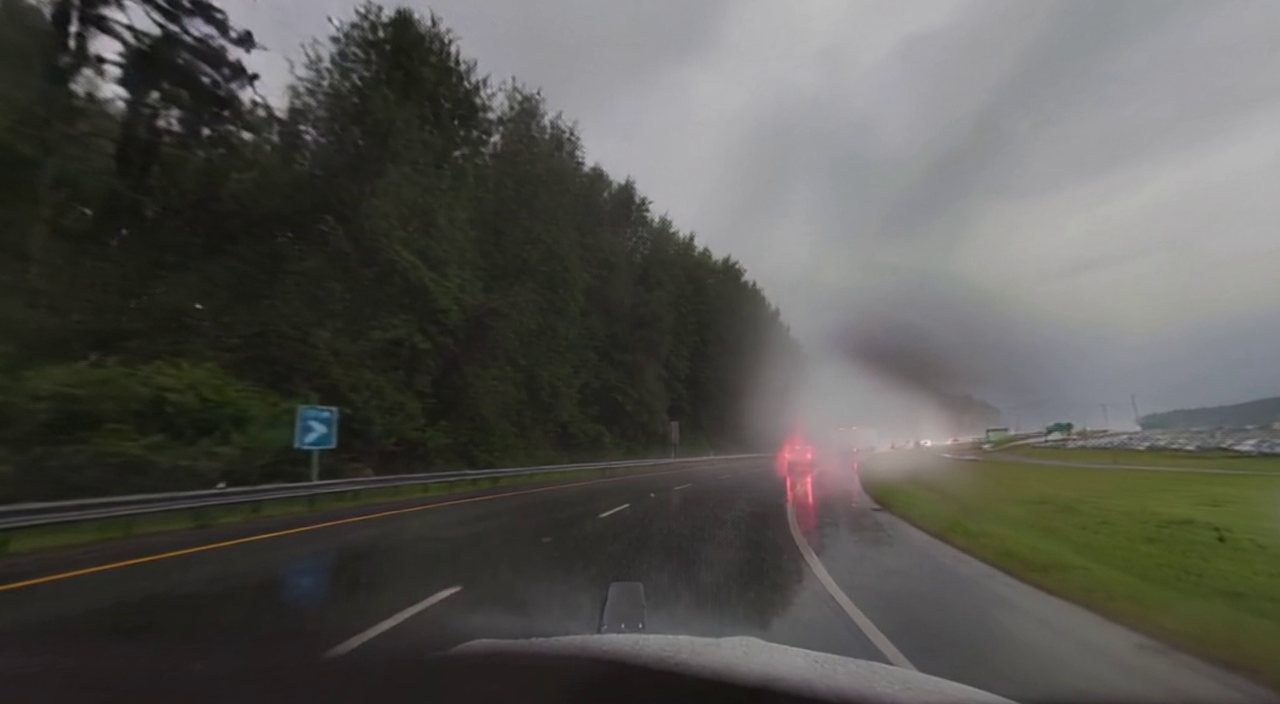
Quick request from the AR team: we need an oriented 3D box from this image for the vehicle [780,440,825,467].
[{"bbox_3d":[10.596,6.577,40.889,2.221,1.674,4.325,-4,-10,21],"label":"vehicle"}]
